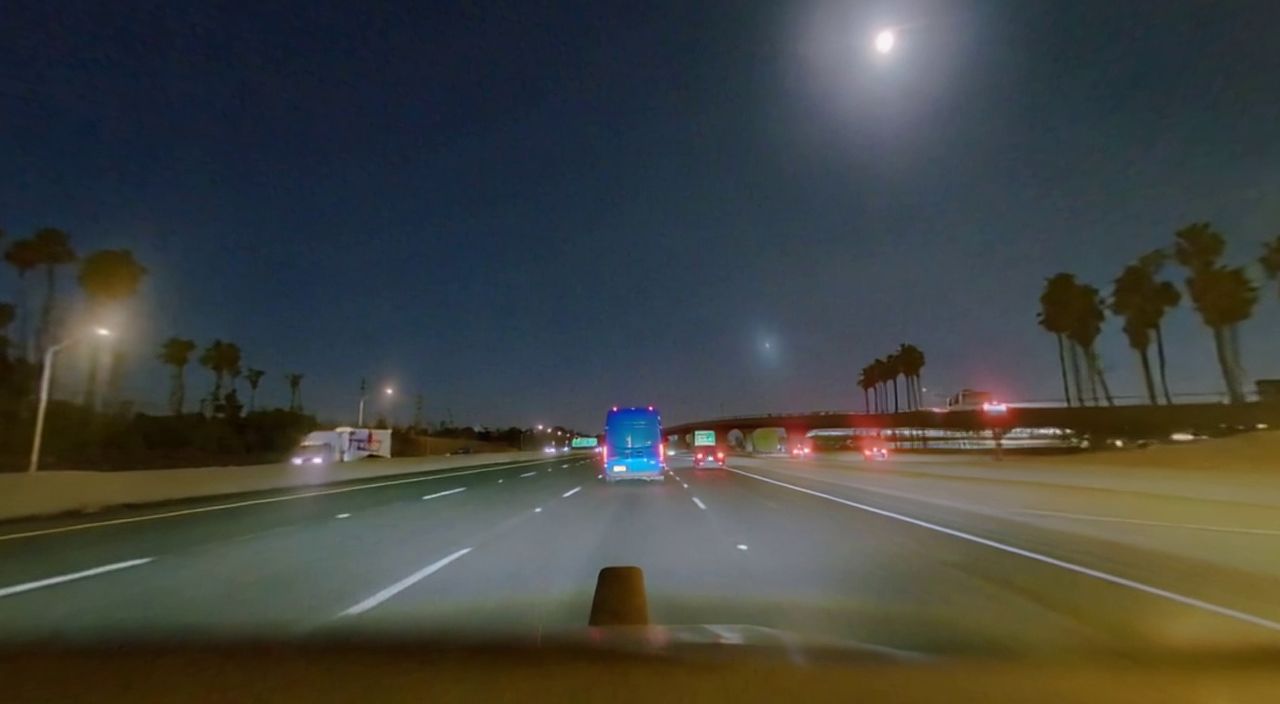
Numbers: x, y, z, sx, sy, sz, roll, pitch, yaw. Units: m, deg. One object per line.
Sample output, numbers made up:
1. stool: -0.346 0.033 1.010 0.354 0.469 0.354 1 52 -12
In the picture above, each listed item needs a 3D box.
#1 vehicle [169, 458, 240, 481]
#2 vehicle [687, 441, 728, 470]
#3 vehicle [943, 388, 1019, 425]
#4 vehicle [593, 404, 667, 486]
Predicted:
1. vehicle: -32.213 8.701 46.592 1.799 1.526 4.757 0 -9 1
2. vehicle: 4.013 6.236 37.923 1.987 1.648 3.984 0 -9 0
3. vehicle: 24.090 3.963 44.669 2.445 2.240 5.659 -2 -8 3
4. vehicle: -0.215 3.590 24.274 2.476 2.776 5.598 -1 -9 3
